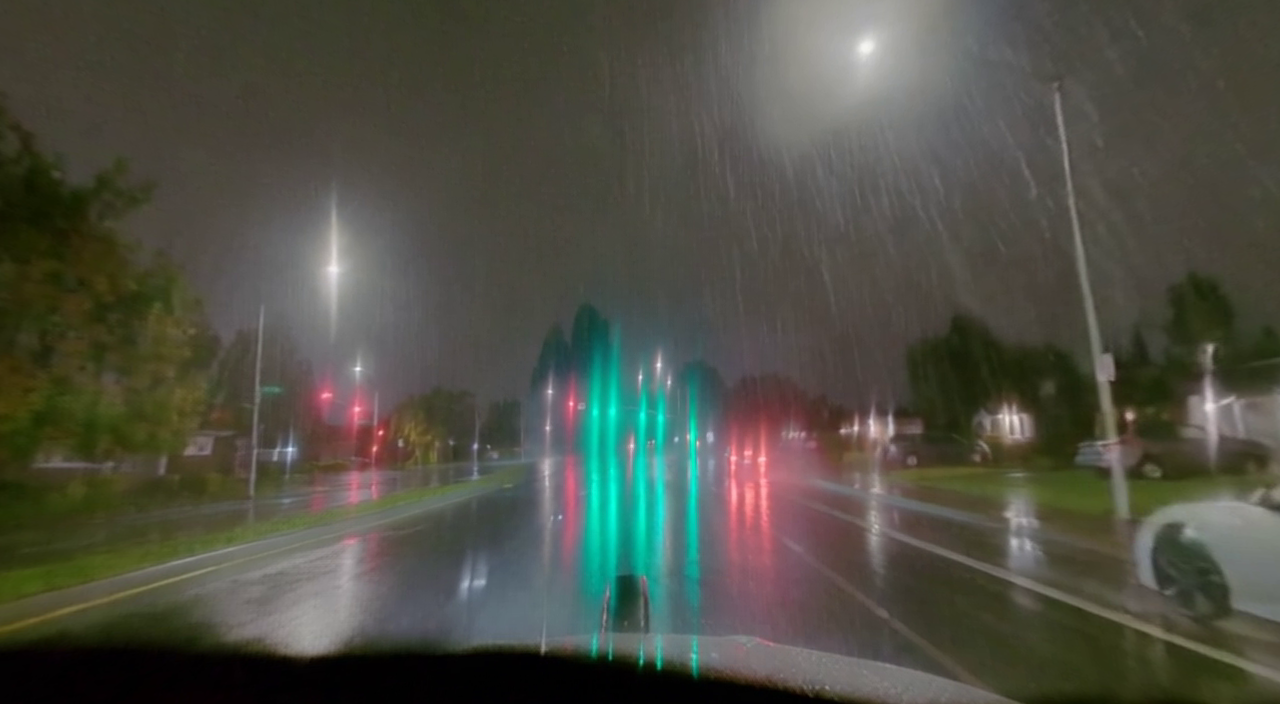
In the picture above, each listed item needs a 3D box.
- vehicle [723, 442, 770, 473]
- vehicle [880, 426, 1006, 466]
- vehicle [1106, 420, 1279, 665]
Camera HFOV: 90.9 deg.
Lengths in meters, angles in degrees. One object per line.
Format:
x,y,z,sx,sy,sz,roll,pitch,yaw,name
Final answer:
5.786,5.771,34.714,1.950,1.567,4.083,0,-9,1,vehicle
13.429,4.208,28.176,4.474,1.710,2.148,0,-9,1,vehicle
5.052,1.040,2.936,1.997,1.521,4.747,0,-9,-2,vehicle
